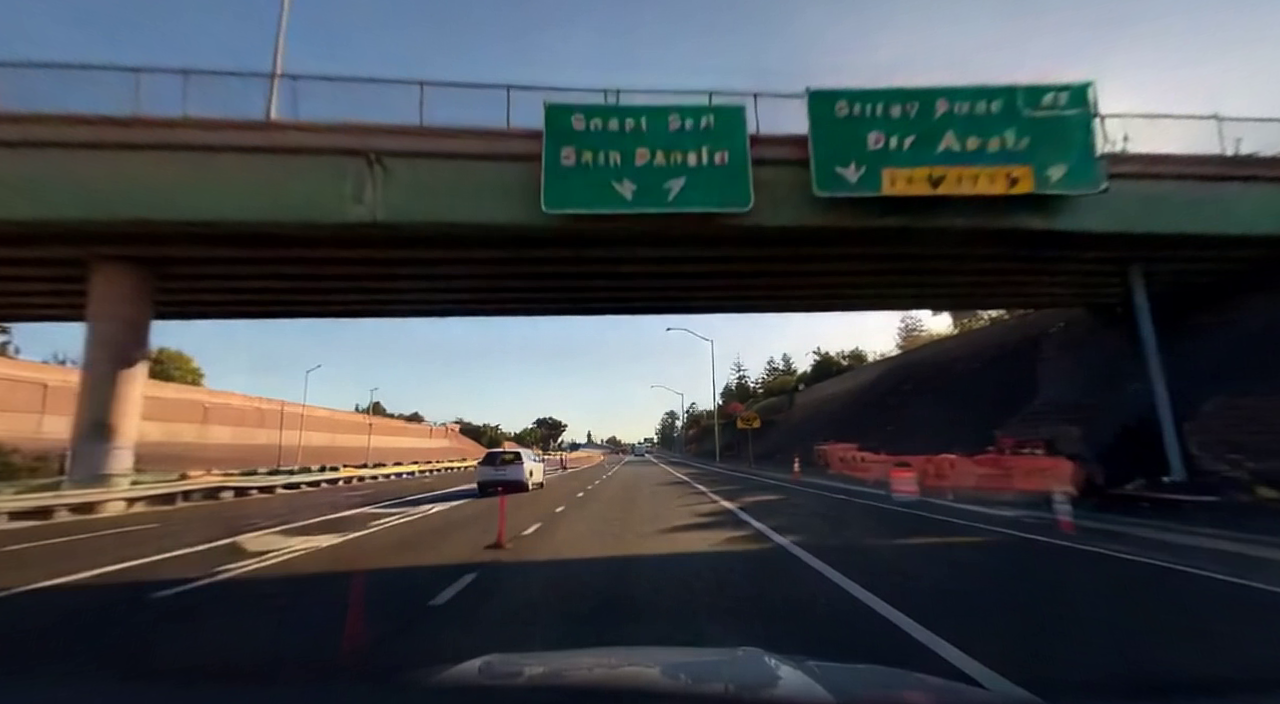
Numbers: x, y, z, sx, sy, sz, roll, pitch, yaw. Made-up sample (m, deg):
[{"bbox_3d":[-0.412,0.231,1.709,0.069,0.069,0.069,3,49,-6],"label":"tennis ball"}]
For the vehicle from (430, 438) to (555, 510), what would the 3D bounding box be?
[{"bbox_3d":[-3.577,3.075,16.403,2.069,1.560,5.018,0,-9,0],"label":"vehicle"}]
